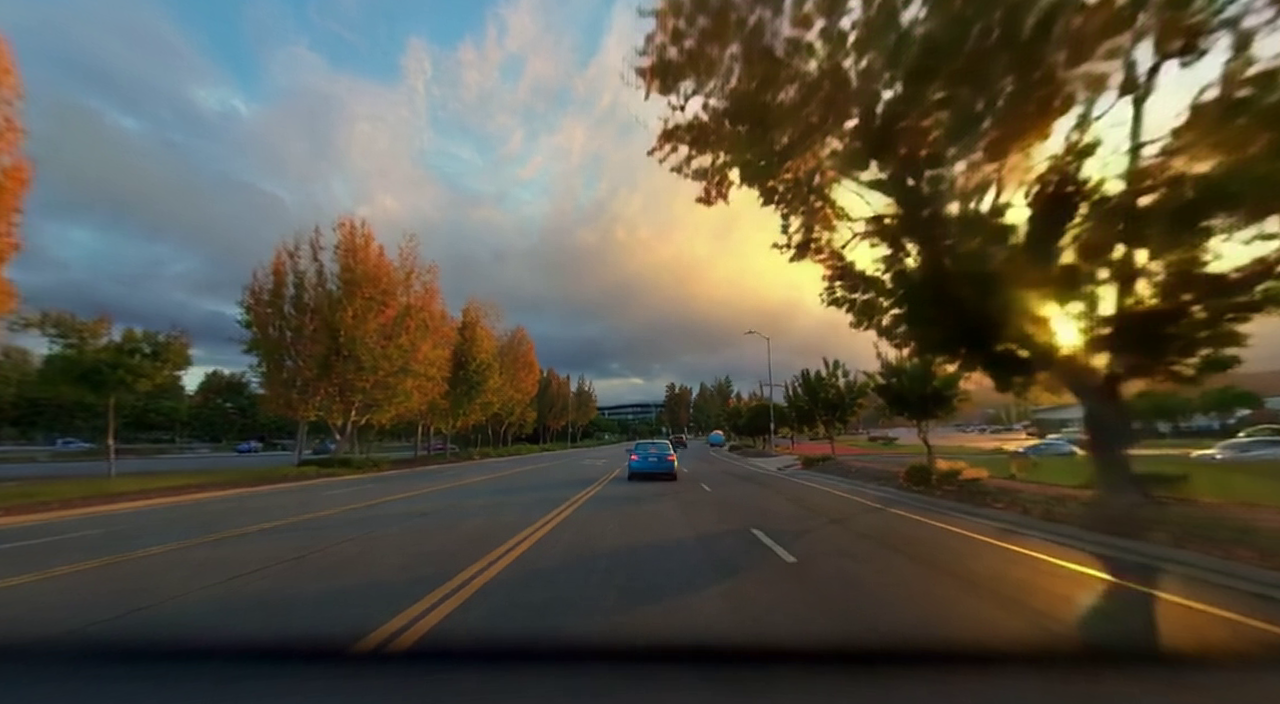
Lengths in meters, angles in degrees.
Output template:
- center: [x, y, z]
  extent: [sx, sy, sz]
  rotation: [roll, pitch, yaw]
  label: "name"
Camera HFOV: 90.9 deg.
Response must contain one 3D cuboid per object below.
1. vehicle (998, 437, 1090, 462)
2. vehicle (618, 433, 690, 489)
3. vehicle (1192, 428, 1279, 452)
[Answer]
- center: [25.162, 6.096, 39.410]
  extent: [4.305, 1.457, 1.885]
  rotation: [-1, -8, 7]
  label: "vehicle"
- center: [0.404, 3.319, 19.497]
  extent: [2.010, 1.535, 3.735]
  rotation: [0, -8, 0]
  label: "vehicle"
- center: [42.839, 6.335, 45.344]
  extent: [4.324, 1.411, 1.882]
  rotation: [-4, -9, 1]
  label: "vehicle"
